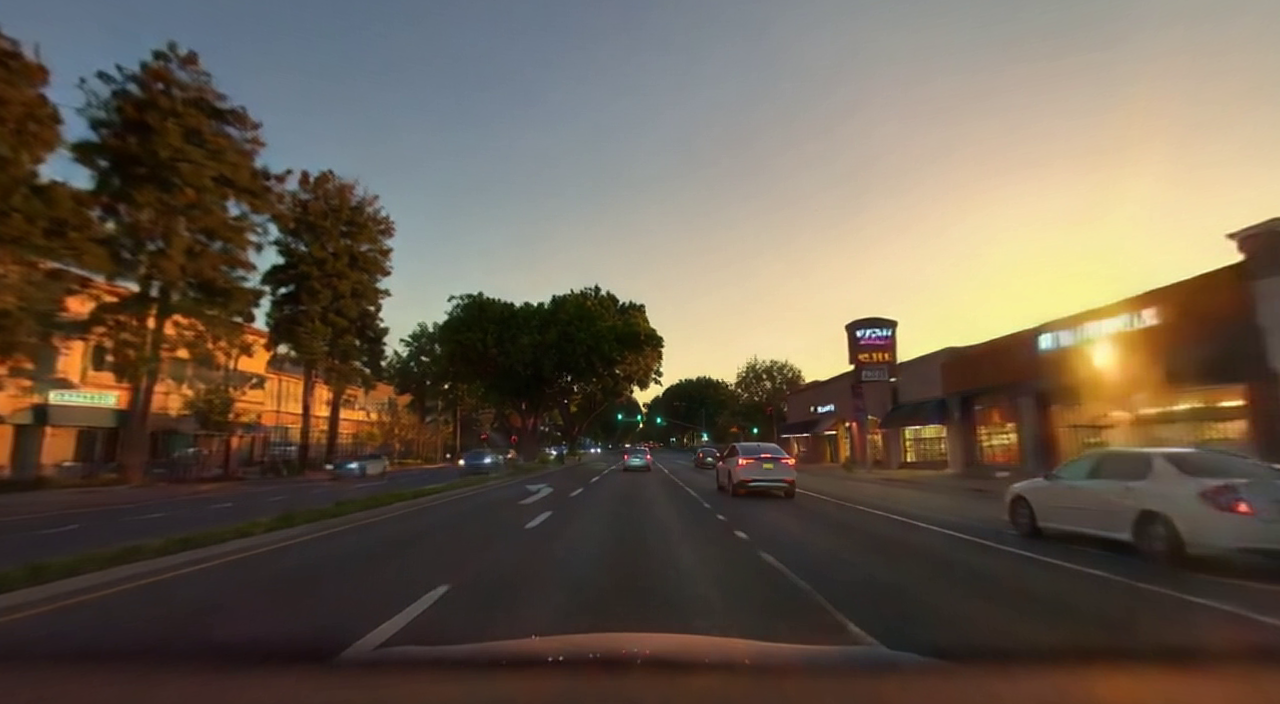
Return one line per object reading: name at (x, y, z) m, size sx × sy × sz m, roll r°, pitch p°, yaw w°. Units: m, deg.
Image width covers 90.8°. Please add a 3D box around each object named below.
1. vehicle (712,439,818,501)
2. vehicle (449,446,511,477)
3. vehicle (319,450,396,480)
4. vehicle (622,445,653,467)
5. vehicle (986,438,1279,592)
vehicle at (3.416, 3.299, 18.207) m, size 2.072 × 1.545 × 4.578 m, roll 0°, pitch -8°, yaw -1°
vehicle at (-8.306, 5.687, 33.224) m, size 2.039 × 1.487 × 4.437 m, roll 0°, pitch -8°, yaw 0°
vehicle at (-15.851, 6.352, 35.733) m, size 2.096 × 1.512 × 4.755 m, roll 0°, pitch -8°, yaw 1°
vehicle at (-0.176, 7.305, 44.656) m, size 2.052 × 1.461 × 4.324 m, roll 0°, pitch -8°, yaw 0°
vehicle at (6.857, 1.892, 8.361) m, size 1.952 × 1.449 × 4.544 m, roll 0°, pitch -8°, yaw 0°
